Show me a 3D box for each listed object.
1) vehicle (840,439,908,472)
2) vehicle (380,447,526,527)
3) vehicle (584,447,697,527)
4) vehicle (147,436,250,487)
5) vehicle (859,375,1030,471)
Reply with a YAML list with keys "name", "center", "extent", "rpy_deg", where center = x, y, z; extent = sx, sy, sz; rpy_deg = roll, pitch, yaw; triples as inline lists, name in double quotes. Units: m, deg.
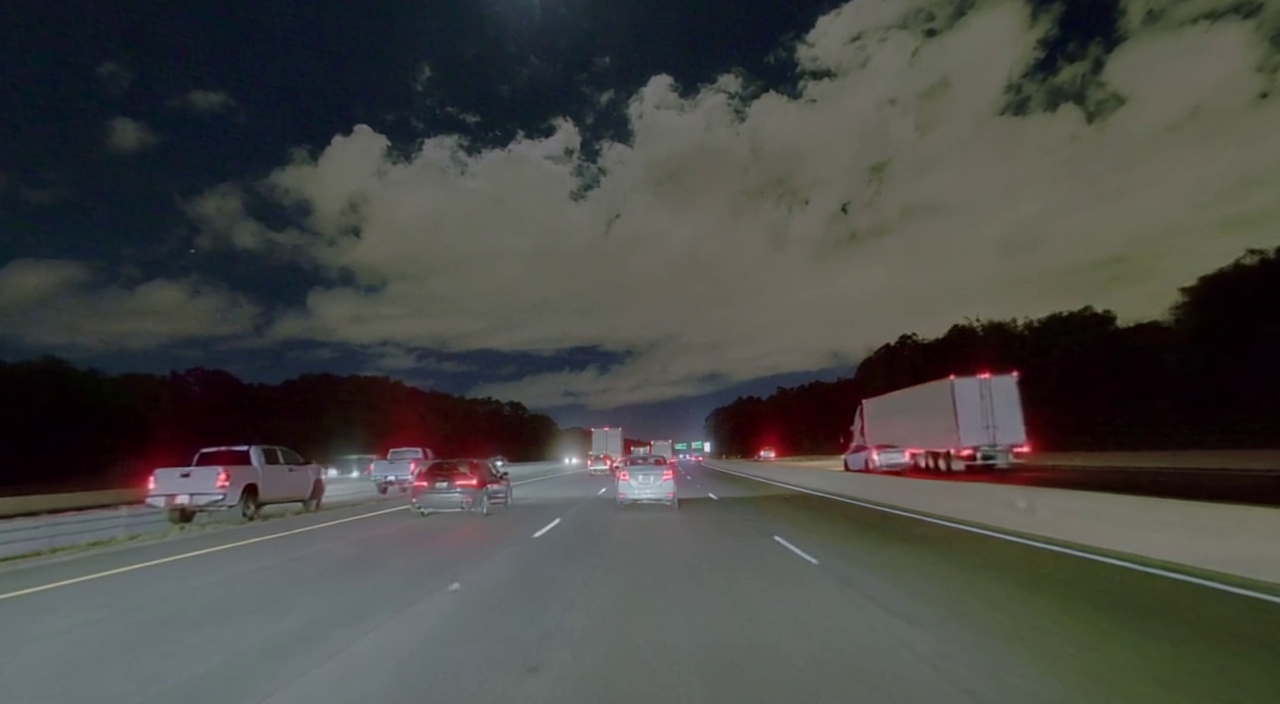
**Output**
- name: "vehicle"
  center: [11.568, 5.131, 31.411]
  extent: [1.892, 1.504, 4.000]
  rpy_deg: [0, -9, 1]
- name: "vehicle"
  center: [-3.986, 2.940, 14.319]
  extent: [1.929, 1.509, 4.331]
  rpy_deg: [0, -9, 1]
- name: "vehicle"
  center: [0.026, 2.781, 13.524]
  extent: [2.057, 1.449, 3.931]
  rpy_deg: [0, -9, 1]
- name: "vehicle"
  center: [-31.715, 7.852, 45.600]
  extent: [2.761, 3.380, 5.944]
  rpy_deg: [-1, -9, 3]
- name: "vehicle"
  center: [15.192, 4.002, 33.286]
  extent: [2.825, 4.085, 12.815]
  rpy_deg: [0, -9, 1]
